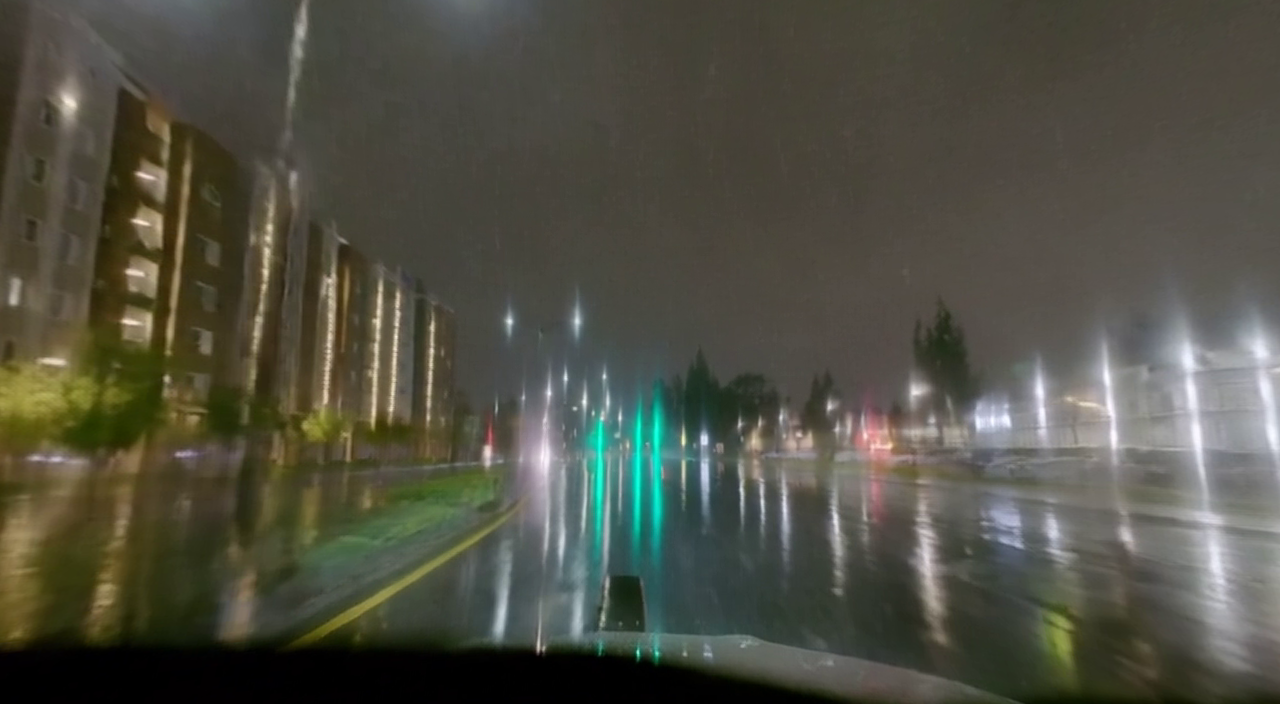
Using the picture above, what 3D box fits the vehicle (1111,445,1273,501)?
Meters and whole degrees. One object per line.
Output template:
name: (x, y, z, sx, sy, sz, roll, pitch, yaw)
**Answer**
vehicle: (16.439, 3.525, 18.818, 4.244, 1.461, 2.105, 4, -10, -28)
